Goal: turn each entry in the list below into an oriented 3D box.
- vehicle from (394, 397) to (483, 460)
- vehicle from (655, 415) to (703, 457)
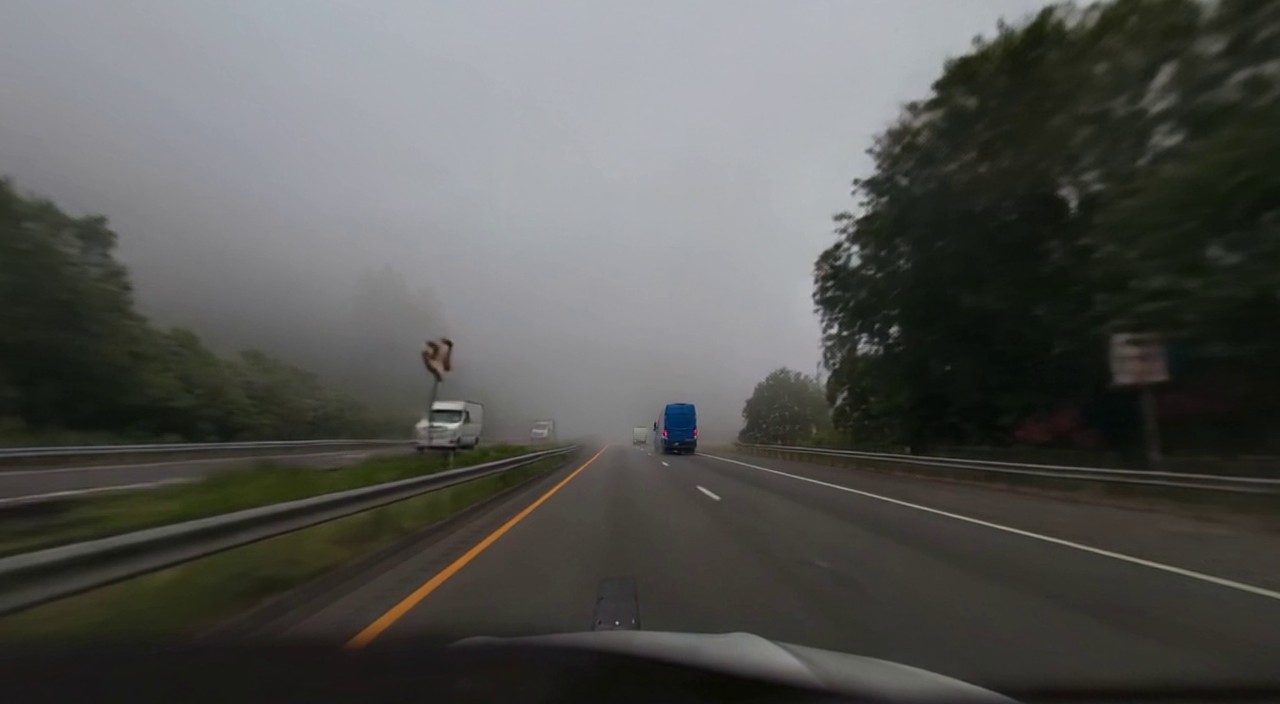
[{"bbox_3d":[-9.580,3.751,30.639,2.420,2.722,6.220,0,-8,-2],"label":"vehicle"},{"bbox_3d":[2.507,5.646,42.391,2.570,2.596,6.082,0,-8,-3],"label":"vehicle"}]
